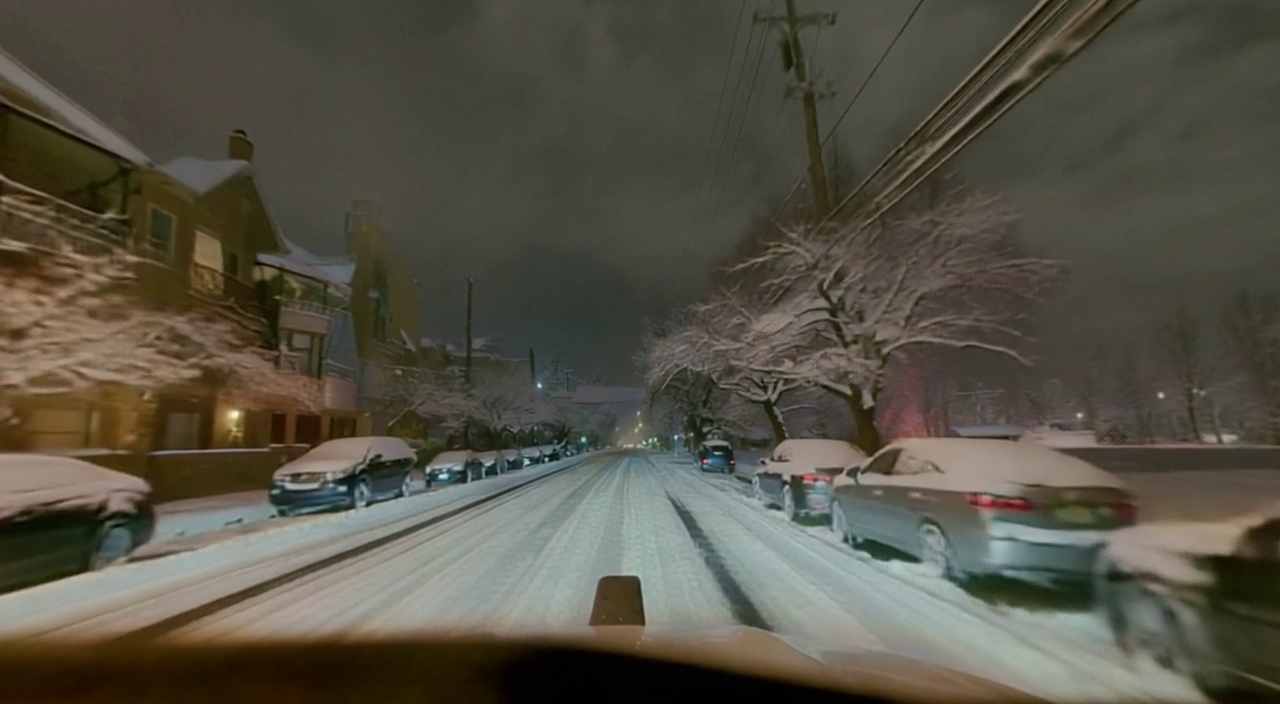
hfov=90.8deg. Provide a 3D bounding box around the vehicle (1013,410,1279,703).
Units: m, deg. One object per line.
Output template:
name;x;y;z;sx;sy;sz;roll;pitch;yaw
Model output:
vehicle;3.844;0.939;2.227;2.022;1.521;4.933;0;-9;0

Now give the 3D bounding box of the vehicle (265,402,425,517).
vehicle;-7.159;2.656;15.906;1.889;2.463;4.142;0;-9;1

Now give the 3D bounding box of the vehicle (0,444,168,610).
vehicle;-7.244;1.757;6.123;1.894;1.585;4.514;-3;-8;0

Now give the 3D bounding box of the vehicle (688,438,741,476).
vehicle;3.567;5.134;31.082;2.095;1.694;4.592;-1;-8;1

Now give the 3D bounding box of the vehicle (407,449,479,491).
vehicle;-7.796;4.676;25.371;1.873;1.437;4.068;-1;-8;-4

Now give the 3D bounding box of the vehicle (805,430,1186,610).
vehicle;3.773;1.850;8.007;1.943;1.563;4.752;1;-9;-2
